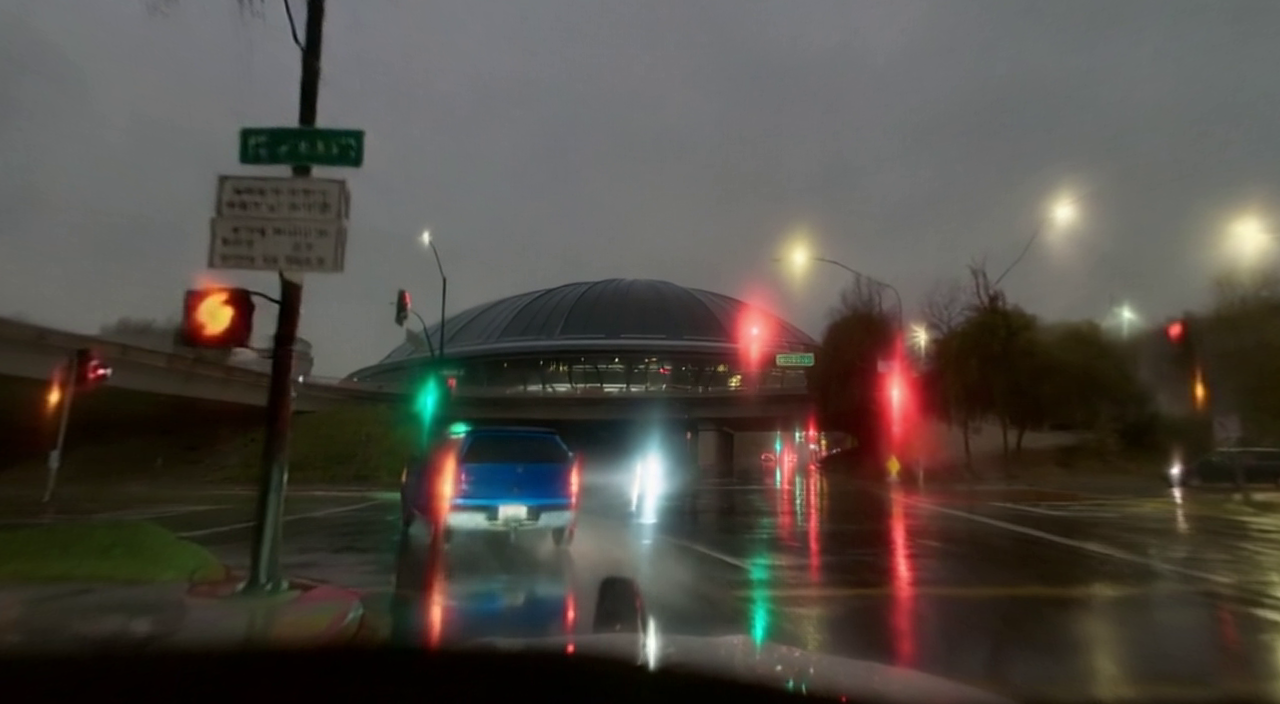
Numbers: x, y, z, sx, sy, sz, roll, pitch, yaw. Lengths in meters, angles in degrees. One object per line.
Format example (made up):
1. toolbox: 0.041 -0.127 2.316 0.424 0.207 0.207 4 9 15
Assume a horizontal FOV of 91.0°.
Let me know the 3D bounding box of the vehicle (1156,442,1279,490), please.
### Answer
1. vehicle: 22.432 4.253 23.631 4.345 1.672 1.973 0 -9 1

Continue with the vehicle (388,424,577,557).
1. vehicle: -2.606 1.995 9.747 1.976 1.584 3.772 5 -10 -27
